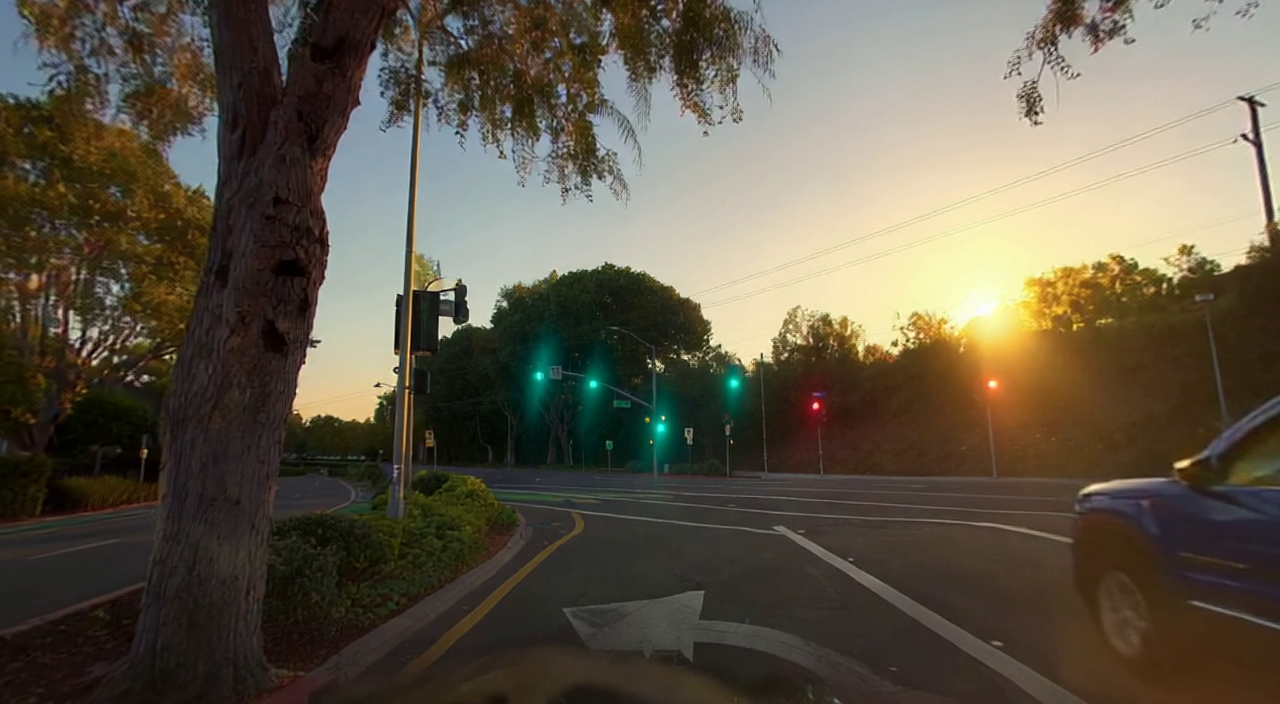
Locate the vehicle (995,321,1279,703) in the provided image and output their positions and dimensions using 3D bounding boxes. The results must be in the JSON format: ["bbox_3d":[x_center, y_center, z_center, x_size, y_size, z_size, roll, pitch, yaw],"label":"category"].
[{"bbox_3d":[3.794,0.704,2.185,2.284,1.788,4.871,-1,-8,0],"label":"vehicle"}]
